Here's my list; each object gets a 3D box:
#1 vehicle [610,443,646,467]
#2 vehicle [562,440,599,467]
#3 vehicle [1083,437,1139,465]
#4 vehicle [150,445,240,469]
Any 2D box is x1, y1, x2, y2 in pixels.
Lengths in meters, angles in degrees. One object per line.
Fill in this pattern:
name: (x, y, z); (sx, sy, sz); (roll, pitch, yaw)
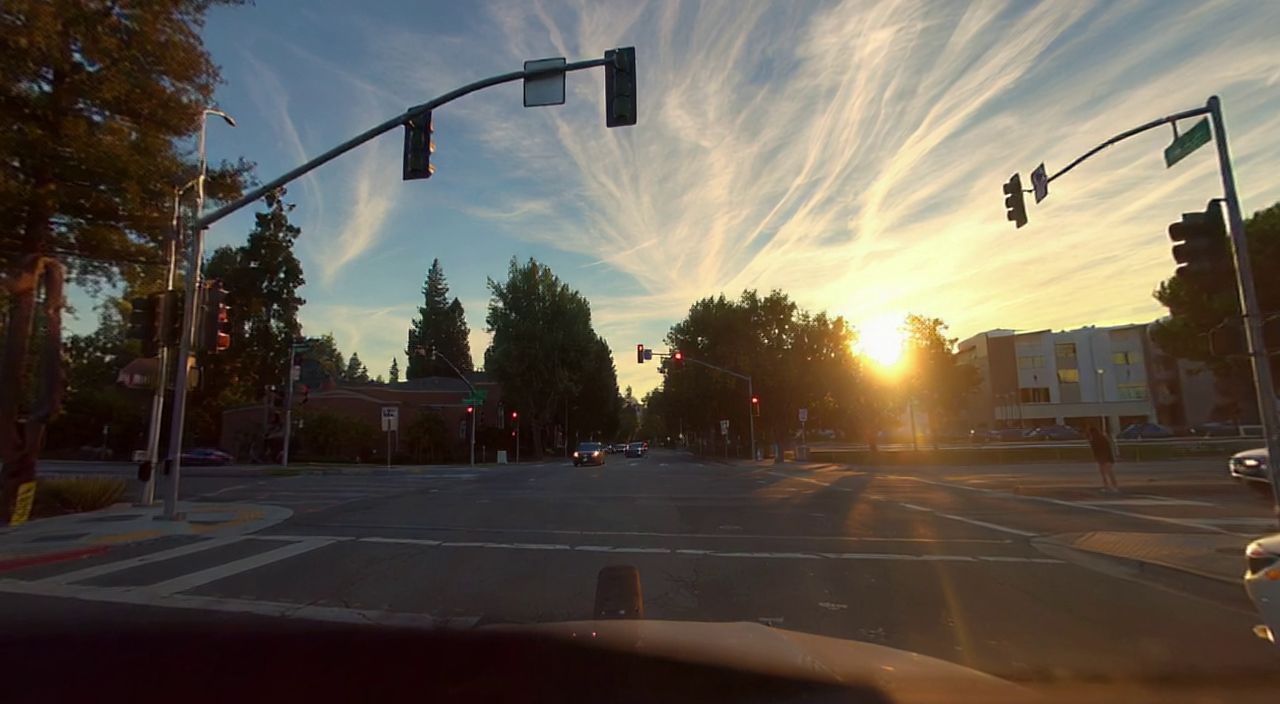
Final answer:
vehicle: (-0.839, 6.831, 41.991); (2.056, 1.492, 3.937); (1, -9, -6)
vehicle: (-4.091, 7.106, 44.293); (2.251, 1.756, 4.610); (0, -9, -2)
vehicle: (26.984, 5.660, 36.135); (2.092, 1.474, 4.046); (-8, -11, 41)
vehicle: (-27.408, 6.467, 38.944); (4.628, 1.414, 1.897); (-3, -9, 15)
